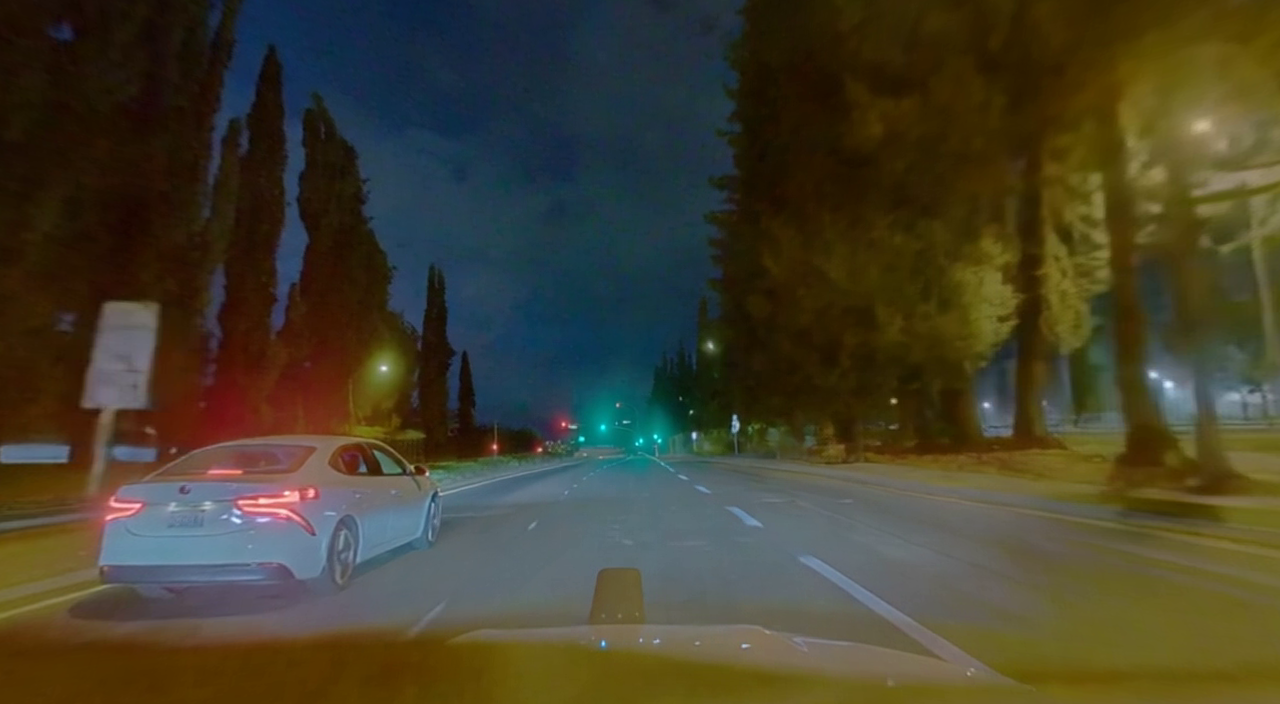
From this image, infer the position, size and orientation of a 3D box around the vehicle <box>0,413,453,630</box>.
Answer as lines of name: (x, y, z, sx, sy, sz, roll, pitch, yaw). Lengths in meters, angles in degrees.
vehicle: (-3.626, 1.526, 6.699, 1.915, 1.521, 4.283, 0, -8, 1)
